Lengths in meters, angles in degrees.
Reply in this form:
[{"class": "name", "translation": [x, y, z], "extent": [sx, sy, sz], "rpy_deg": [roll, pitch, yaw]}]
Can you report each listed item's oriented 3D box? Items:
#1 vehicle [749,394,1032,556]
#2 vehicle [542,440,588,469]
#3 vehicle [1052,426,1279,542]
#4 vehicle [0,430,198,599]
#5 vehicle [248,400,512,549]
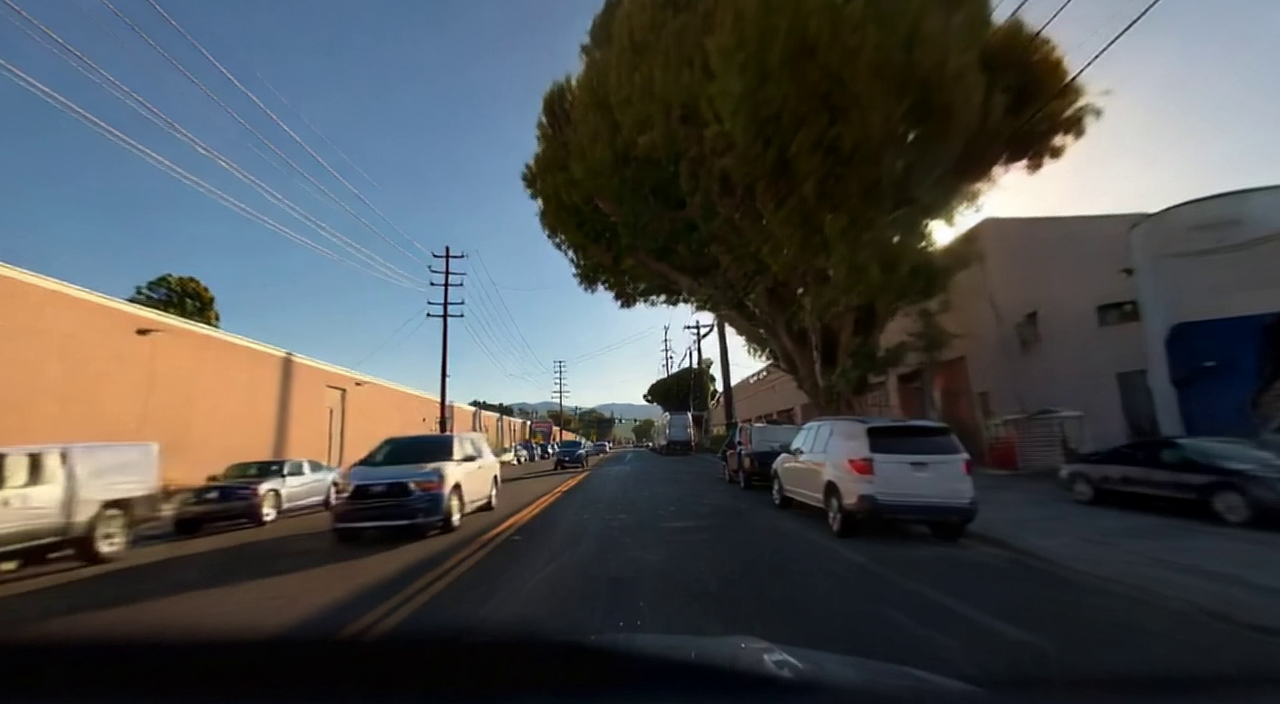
[{"class": "vehicle", "translation": [3.583, 1.914, 10.745], "extent": [2.218, 1.956, 5.916], "rpy_deg": [0, -8, -2]}, {"class": "vehicle", "translation": [-4.084, 5.660, 35.260], "extent": [1.966, 1.482, 4.473], "rpy_deg": [0, -8, 1]}, {"class": "vehicle", "translation": [8.509, 1.823, 9.296], "extent": [1.798, 1.370, 4.191], "rpy_deg": [-2, -9, -4]}, {"class": "vehicle", "translation": [-7.690, 1.844, 7.316], "extent": [1.933, 1.754, 4.514], "rpy_deg": [-3, -7, 0]}, {"class": "vehicle", "translation": [-4.095, 2.052, 11.442], "extent": [2.275, 1.999, 5.723], "rpy_deg": [0, -8, 1]}]
